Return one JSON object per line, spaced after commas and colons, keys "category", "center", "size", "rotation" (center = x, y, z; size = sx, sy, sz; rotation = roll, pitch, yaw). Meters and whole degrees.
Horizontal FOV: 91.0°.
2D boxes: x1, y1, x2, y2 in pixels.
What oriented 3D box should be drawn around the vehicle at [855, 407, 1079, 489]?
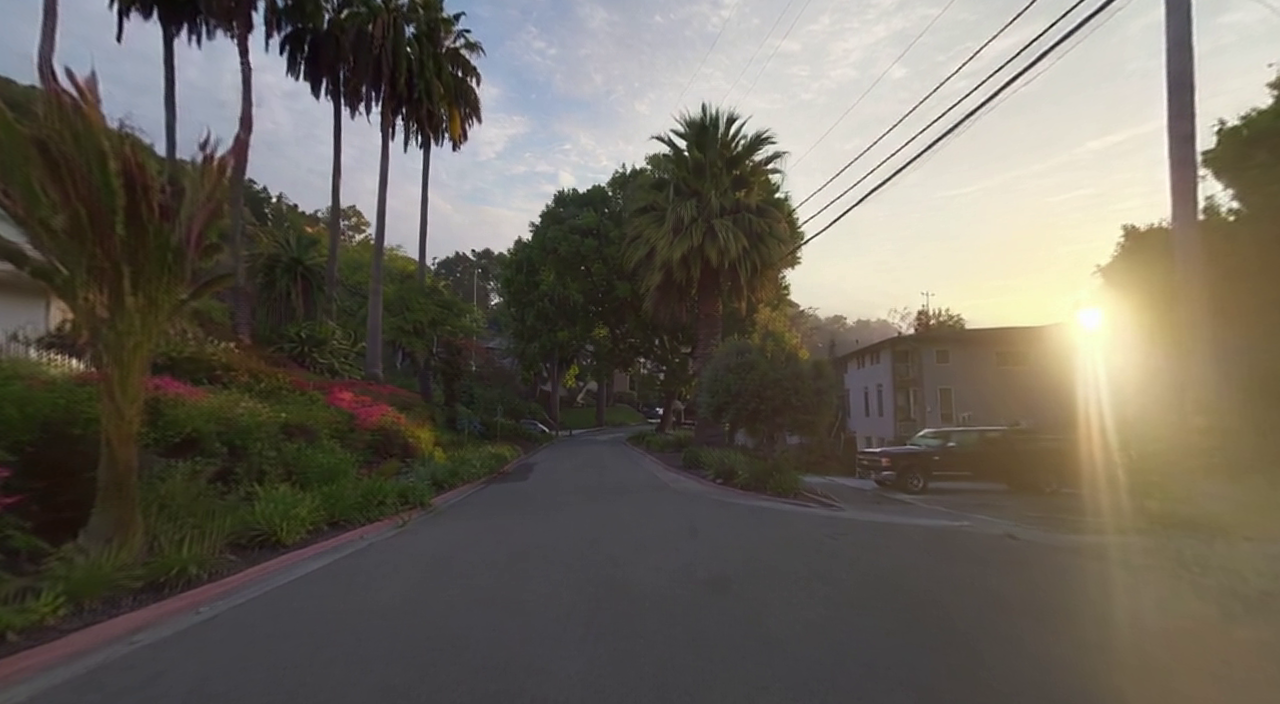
{"category": "vehicle", "center": [8.797, 2.644, 16.936], "size": [5.663, 1.913, 2.170], "rotation": [5, -10, -23]}
